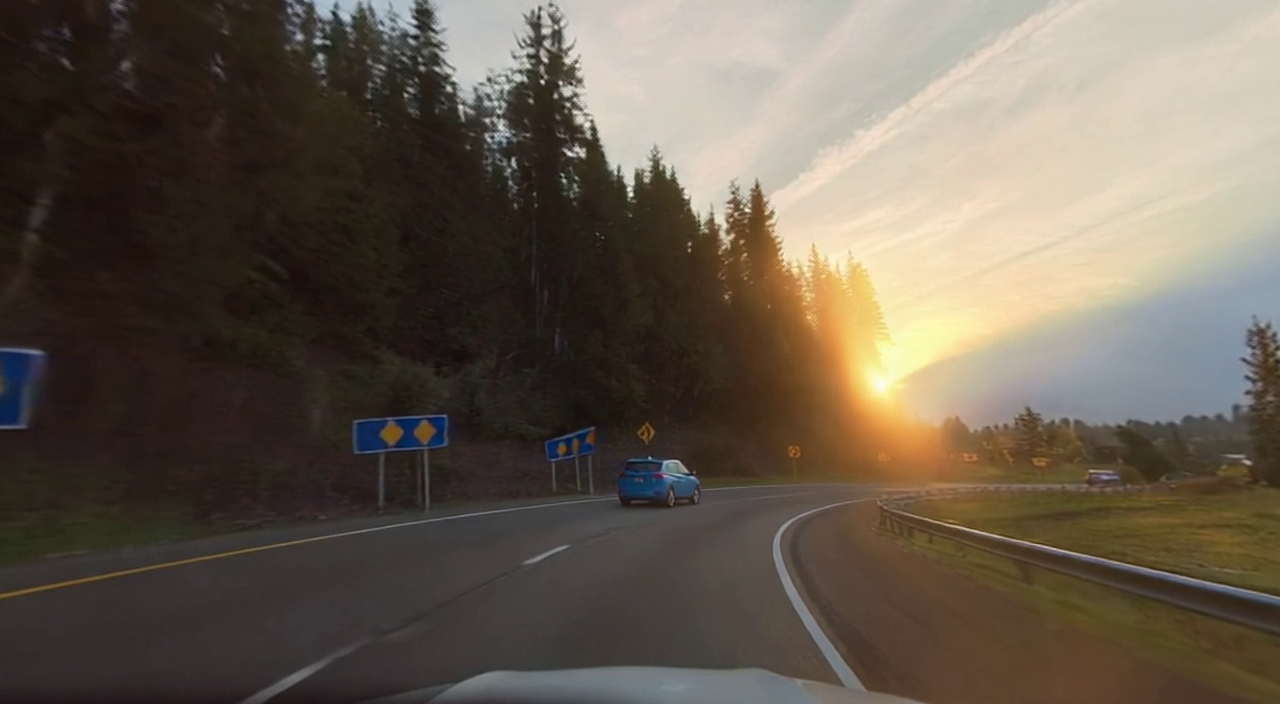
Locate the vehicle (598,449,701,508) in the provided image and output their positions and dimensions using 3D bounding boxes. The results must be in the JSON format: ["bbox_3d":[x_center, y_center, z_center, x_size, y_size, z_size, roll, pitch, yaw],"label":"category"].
[{"bbox_3d":[0.457,4.101,20.661,1.997,1.692,4.422,-3,-11,20],"label":"vehicle"}]

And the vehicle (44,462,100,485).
[{"bbox_3d":[-39.898,8.531,44.361,1.758,1.470,3.823,5,-11,-25],"label":"vehicle"}]
